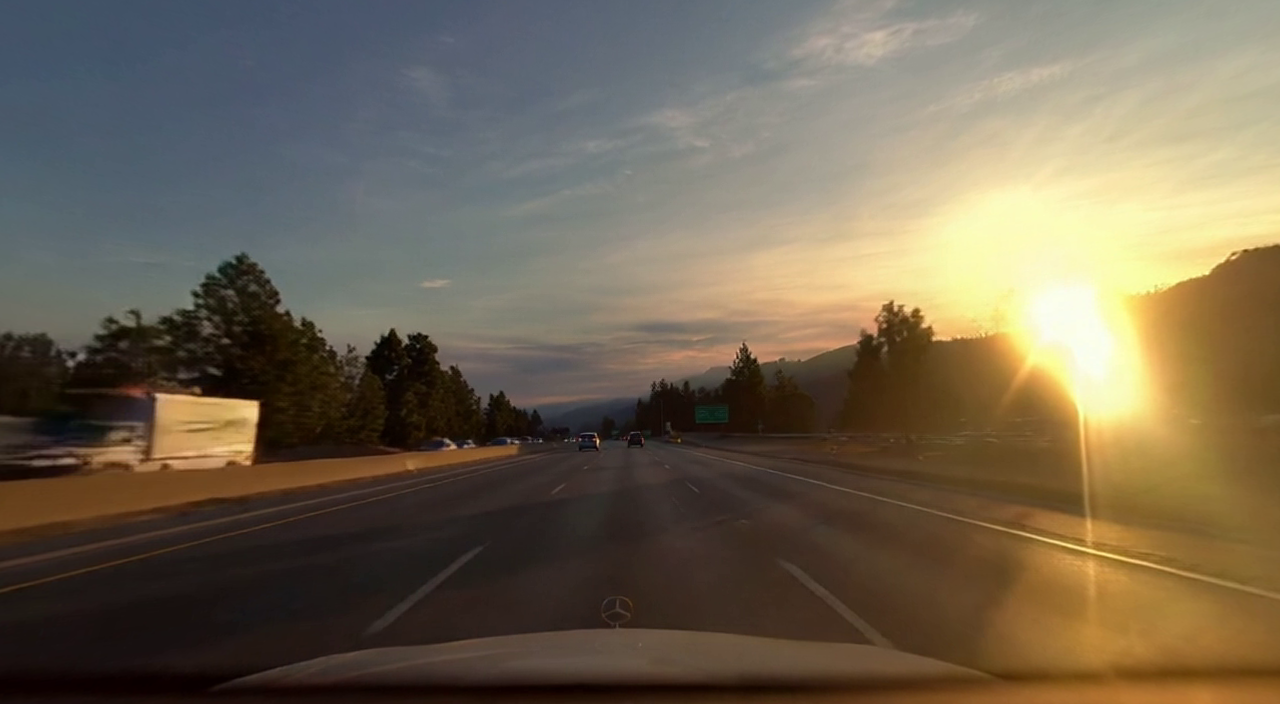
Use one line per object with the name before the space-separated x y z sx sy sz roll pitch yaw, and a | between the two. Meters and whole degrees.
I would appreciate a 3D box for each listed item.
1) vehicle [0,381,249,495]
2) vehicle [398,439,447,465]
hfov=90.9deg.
vehicle | -16.383 2.786 20.556 2.502 3.011 7.439 0 -8 -1
vehicle | -12.467 5.732 36.318 1.670 1.408 3.525 0 -8 -1
